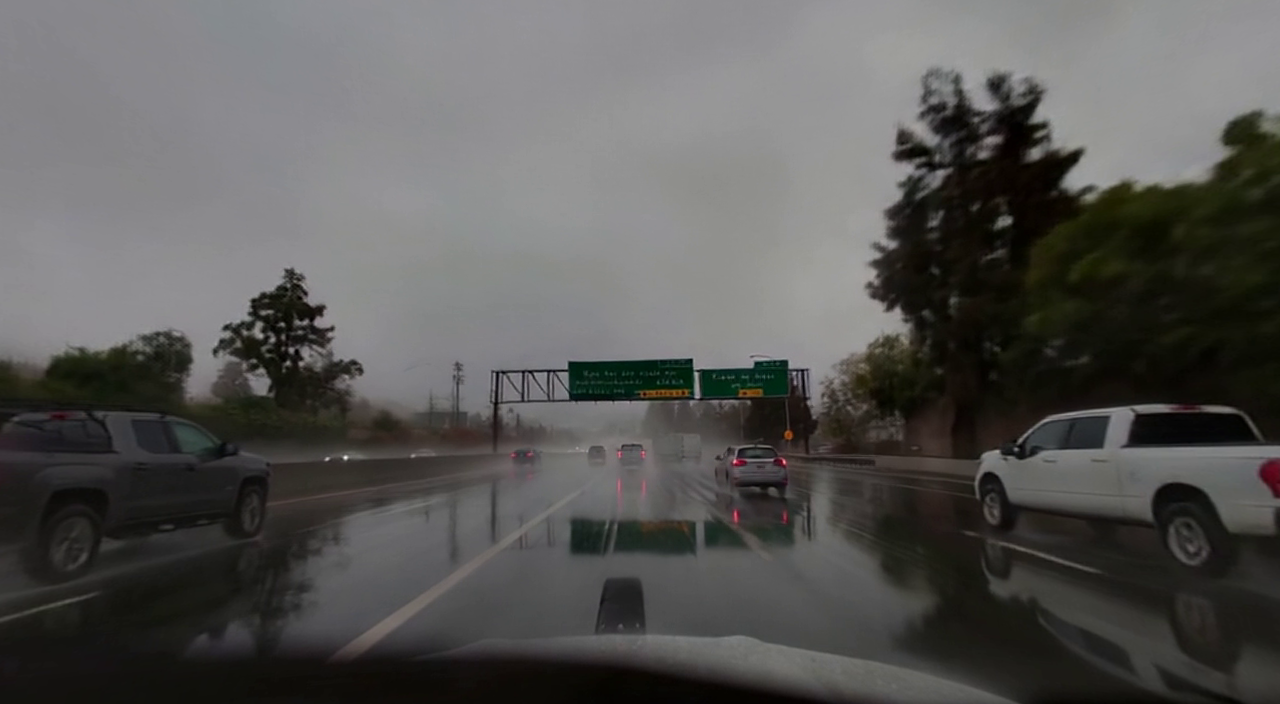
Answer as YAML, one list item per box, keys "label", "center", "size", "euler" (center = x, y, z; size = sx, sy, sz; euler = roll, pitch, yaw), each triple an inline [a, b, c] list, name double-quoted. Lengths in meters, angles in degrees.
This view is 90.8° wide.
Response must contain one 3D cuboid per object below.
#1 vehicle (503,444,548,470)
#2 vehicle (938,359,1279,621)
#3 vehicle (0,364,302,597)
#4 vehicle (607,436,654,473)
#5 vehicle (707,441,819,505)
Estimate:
- label: "vehicle"
  center: [-6.869, 6.350, 38.390]
  size: [1.920, 1.482, 4.385]
  euler: [0, -8, 0]
- label: "vehicle"
  center: [5.996, 1.318, 6.690]
  size: [2.635, 1.919, 5.907]
  euler: [0, -8, -2]
- label: "vehicle"
  center: [-6.805, 1.383, 7.270]
  size: [2.444, 2.012, 6.122]
  euler: [0, -8, 0]
- label: "vehicle"
  center: [-0.474, 5.430, 33.618]
  size: [2.323, 1.805, 4.729]
  euler: [0, -8, -1]
- label: "vehicle"
  center: [3.065, 3.115, 16.752]
  size: [2.011, 1.462, 4.286]
  euler: [0, -8, -1]
